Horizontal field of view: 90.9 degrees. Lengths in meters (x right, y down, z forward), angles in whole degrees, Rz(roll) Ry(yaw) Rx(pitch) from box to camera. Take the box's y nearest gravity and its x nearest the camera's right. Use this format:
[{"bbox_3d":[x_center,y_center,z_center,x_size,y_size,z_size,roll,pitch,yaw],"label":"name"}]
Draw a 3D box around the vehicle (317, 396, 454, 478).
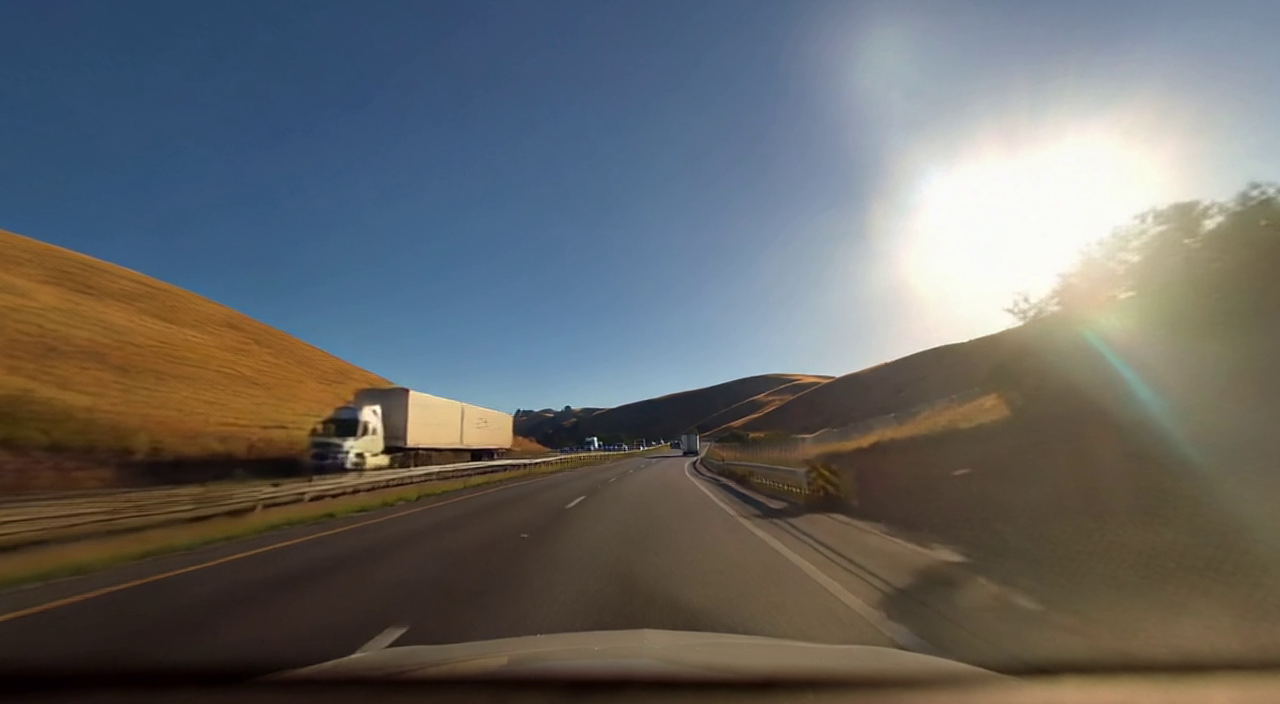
[{"bbox_3d":[-12.597,4.441,32.372,3.043,3.571,8.922,0,-9,2],"label":"vehicle"}]
